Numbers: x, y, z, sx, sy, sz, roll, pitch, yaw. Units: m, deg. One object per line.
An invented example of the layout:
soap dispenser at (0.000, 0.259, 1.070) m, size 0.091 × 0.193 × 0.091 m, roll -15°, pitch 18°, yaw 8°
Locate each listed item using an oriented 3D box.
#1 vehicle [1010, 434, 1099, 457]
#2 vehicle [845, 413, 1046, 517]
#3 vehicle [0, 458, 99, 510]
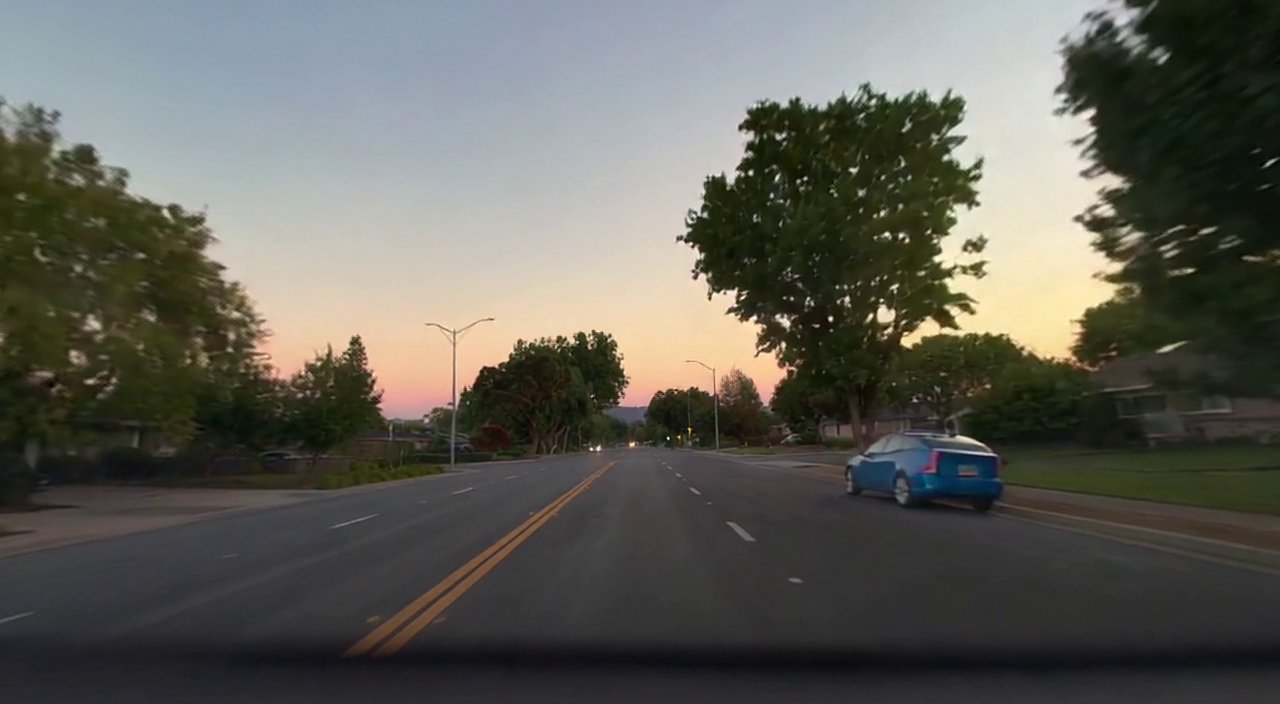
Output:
vehicle at (29.665, 6.708, 45.360) m, size 4.899 × 1.526 × 1.916 m, roll 0°, pitch -8°, yaw 5°
vehicle at (6.488, 2.461, 14.225) m, size 2.116 × 1.844 × 4.792 m, roll 2°, pitch -8°, yaw 0°
vehicle at (-21.526, 4.498, 21.699) m, size 4.222 × 1.596 × 1.968 m, roll -2°, pitch -8°, yaw 6°
